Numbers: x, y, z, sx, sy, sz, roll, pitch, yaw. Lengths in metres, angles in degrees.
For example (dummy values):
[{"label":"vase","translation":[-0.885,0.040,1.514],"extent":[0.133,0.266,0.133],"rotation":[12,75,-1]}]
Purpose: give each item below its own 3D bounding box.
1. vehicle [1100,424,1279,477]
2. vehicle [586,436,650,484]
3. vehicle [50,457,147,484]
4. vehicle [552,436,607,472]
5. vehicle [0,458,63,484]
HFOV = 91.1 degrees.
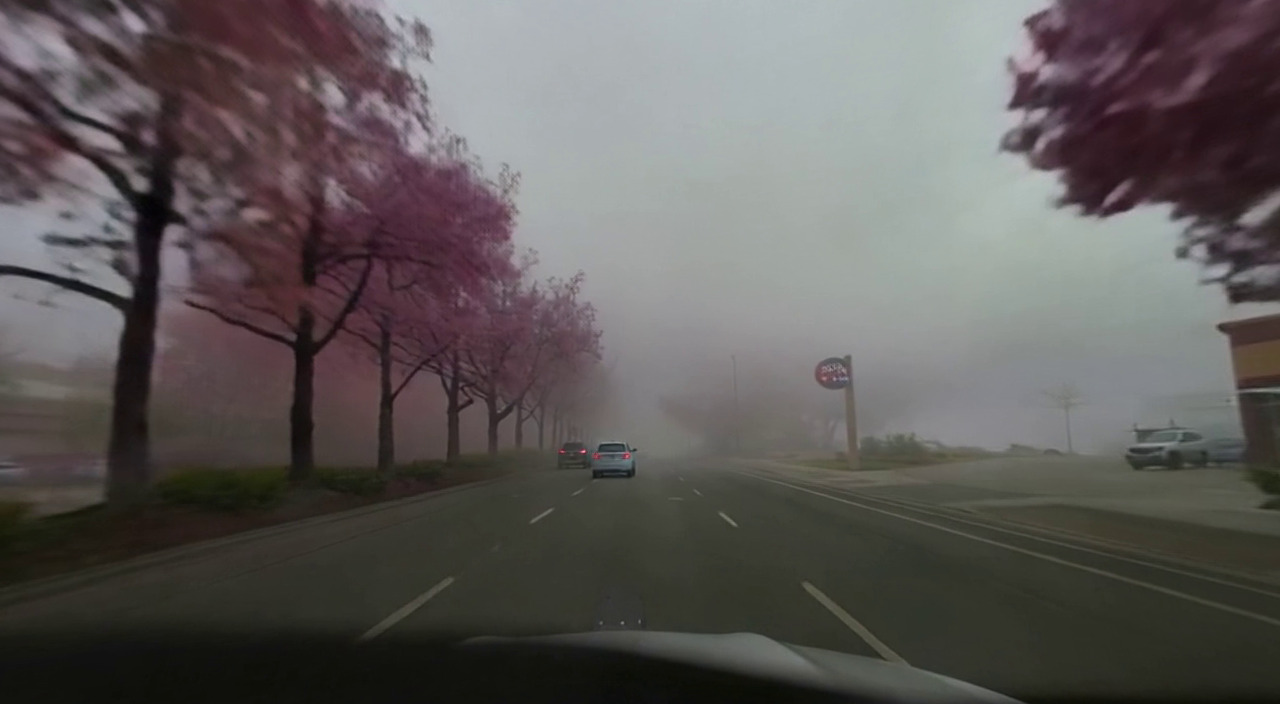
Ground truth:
[{"label":"vehicle","translation":[23.031,4.176,26.604],"extent":[2.265,1.904,6.201],"rotation":[-1,-9,-1]},{"label":"vehicle","translation":[-0.776,4.255,25.085],"extent":[2.149,1.701,4.379],"rotation":[0,-8,3]},{"label":"vehicle","translation":[-34.528,7.540,40.216],"extent":[1.918,1.457,4.594],"rotation":[0,-8,3]},{"label":"vehicle","translation":[-3.339,5.764,35.731],"extent":[2.453,1.844,4.751],"rotation":[0,-8,2]},{"label":"vehicle","translation":[-39.194,7.608,40.413],"extent":[1.878,1.477,3.872],"rotation":[5,-9,-27]}]
